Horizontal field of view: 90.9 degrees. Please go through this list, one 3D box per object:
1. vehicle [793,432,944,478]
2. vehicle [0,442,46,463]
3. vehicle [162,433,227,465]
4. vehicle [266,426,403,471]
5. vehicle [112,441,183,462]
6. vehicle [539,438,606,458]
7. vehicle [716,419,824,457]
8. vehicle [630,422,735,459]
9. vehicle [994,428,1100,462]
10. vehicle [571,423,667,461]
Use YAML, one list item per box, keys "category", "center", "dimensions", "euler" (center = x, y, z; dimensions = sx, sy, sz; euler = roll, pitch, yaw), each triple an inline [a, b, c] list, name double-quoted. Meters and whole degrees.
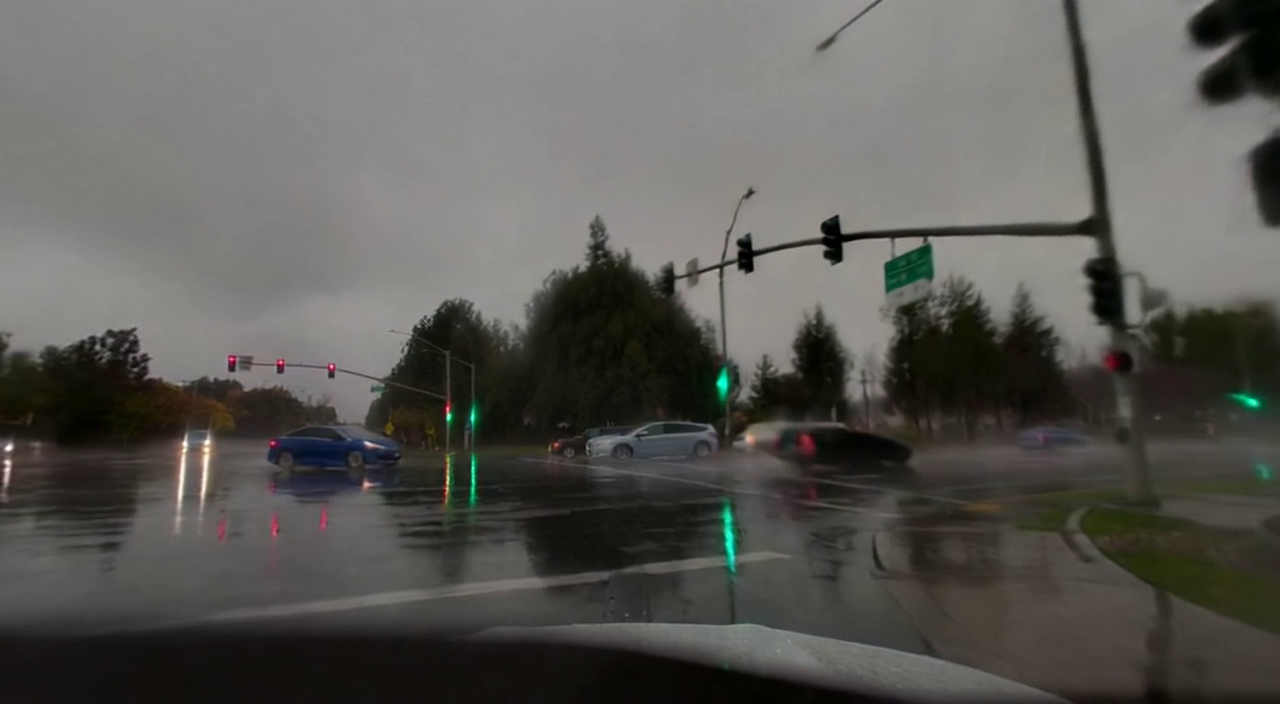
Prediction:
- category: "vehicle"
  center: [7.587, 3.393, 21.056]
  dimensions: [4.425, 1.366, 1.865]
  euler: [2, -9, -15]
- category: "vehicle"
  center: [-48.618, 7.645, 47.874]
  dimensions: [4.589, 1.462, 1.953]
  euler: [2, -9, -17]
- category: "vehicle"
  center: [-27.236, 5.900, 38.435]
  dimensions: [2.450, 1.807, 5.332]
  euler: [7, -11, -42]
- category: "vehicle"
  center: [-10.804, 3.393, 22.241]
  dimensions: [4.686, 1.425, 2.018]
  euler: [-6, -10, 30]
- category: "vehicle"
  center: [-37.047, 7.489, 47.400]
  dimensions: [4.826, 1.484, 2.000]
  euler: [-4, -9, 22]
- category: "vehicle"
  center: [-5.202, 7.391, 48.695]
  dimensions: [4.751, 1.479, 1.899]
  euler: [4, -9, -26]
- category: "vehicle"
  center: [7.308, 4.866, 35.438]
  dimensions: [5.791, 1.964, 2.199]
  euler: [5, -9, -26]
- category: "vehicle"
  center: [1.985, 4.067, 29.094]
  dimensions: [4.483, 1.589, 1.852]
  euler: [3, -9, -26]
- category: "vehicle"
  center: [19.240, 4.367, 29.748]
  dimensions: [5.032, 1.473, 1.827]
  euler: [4, -9, -27]
- category: "vehicle"
  center: [-1.057, 4.444, 31.356]
  dimensions: [4.360, 1.749, 1.895]
  euler: [4, -9, -28]
